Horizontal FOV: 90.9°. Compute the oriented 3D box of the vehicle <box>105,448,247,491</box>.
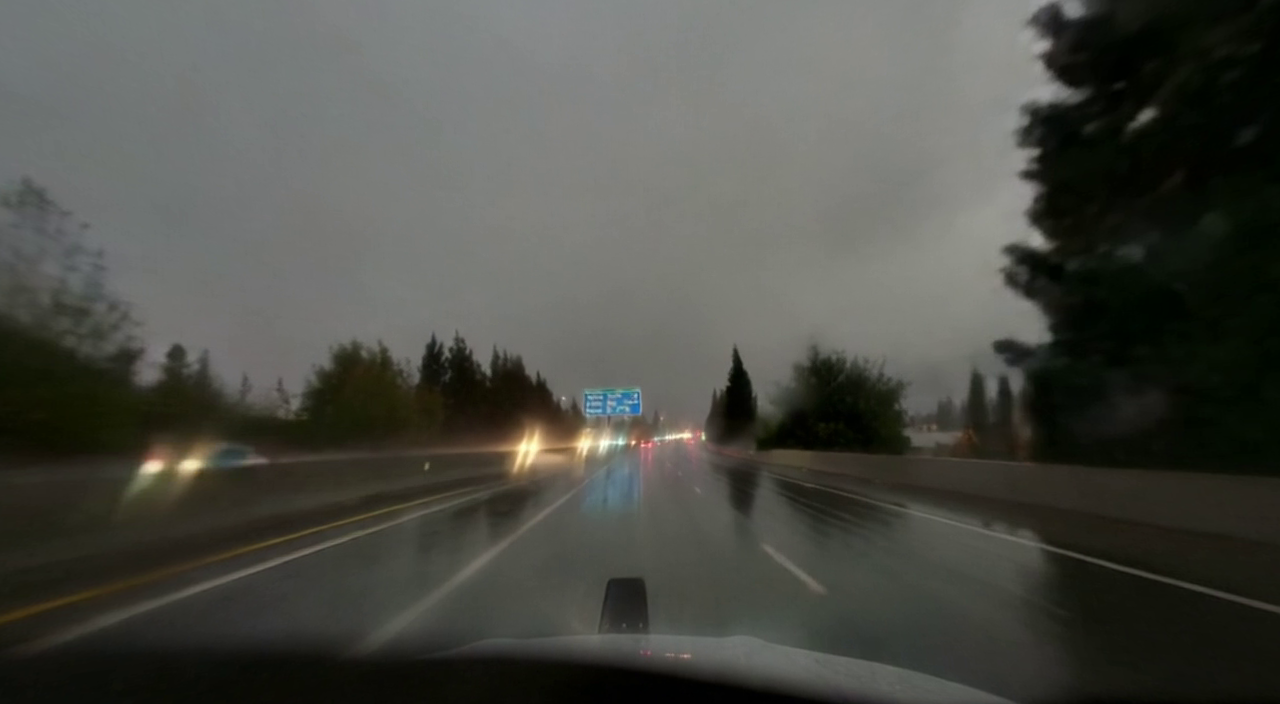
[{"bbox_3d":[-17.523,4.414,24.178,1.922,1.434,4.620,0,-8,0],"label":"vehicle"}]
